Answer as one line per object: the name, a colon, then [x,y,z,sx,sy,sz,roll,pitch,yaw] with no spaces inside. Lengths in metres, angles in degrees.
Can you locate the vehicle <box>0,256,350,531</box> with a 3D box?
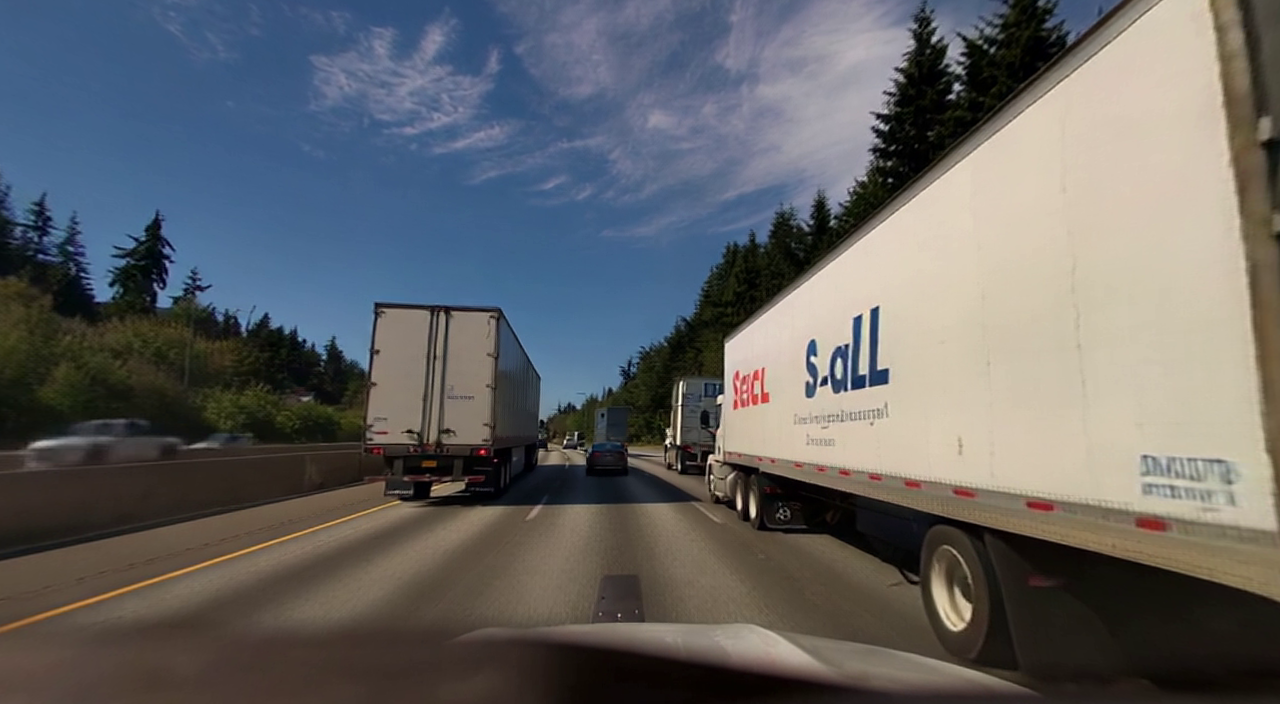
vehicle: [-10.926,0.744,10.386,2.867,4.125,14.026,-2,-8,13]

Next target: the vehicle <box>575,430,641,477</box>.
vehicle: [-1.309,3.719,23.449,2.060,1.540,4.374,1,-8,-8]

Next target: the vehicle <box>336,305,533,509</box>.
vehicle: [-4.542,1.582,16.156,2.822,3.788,8.799,1,-8,-5]

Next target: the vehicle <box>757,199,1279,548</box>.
vehicle: [7.387,0.704,10.938,2.820,4.084,13.786,4,-8,-26]
